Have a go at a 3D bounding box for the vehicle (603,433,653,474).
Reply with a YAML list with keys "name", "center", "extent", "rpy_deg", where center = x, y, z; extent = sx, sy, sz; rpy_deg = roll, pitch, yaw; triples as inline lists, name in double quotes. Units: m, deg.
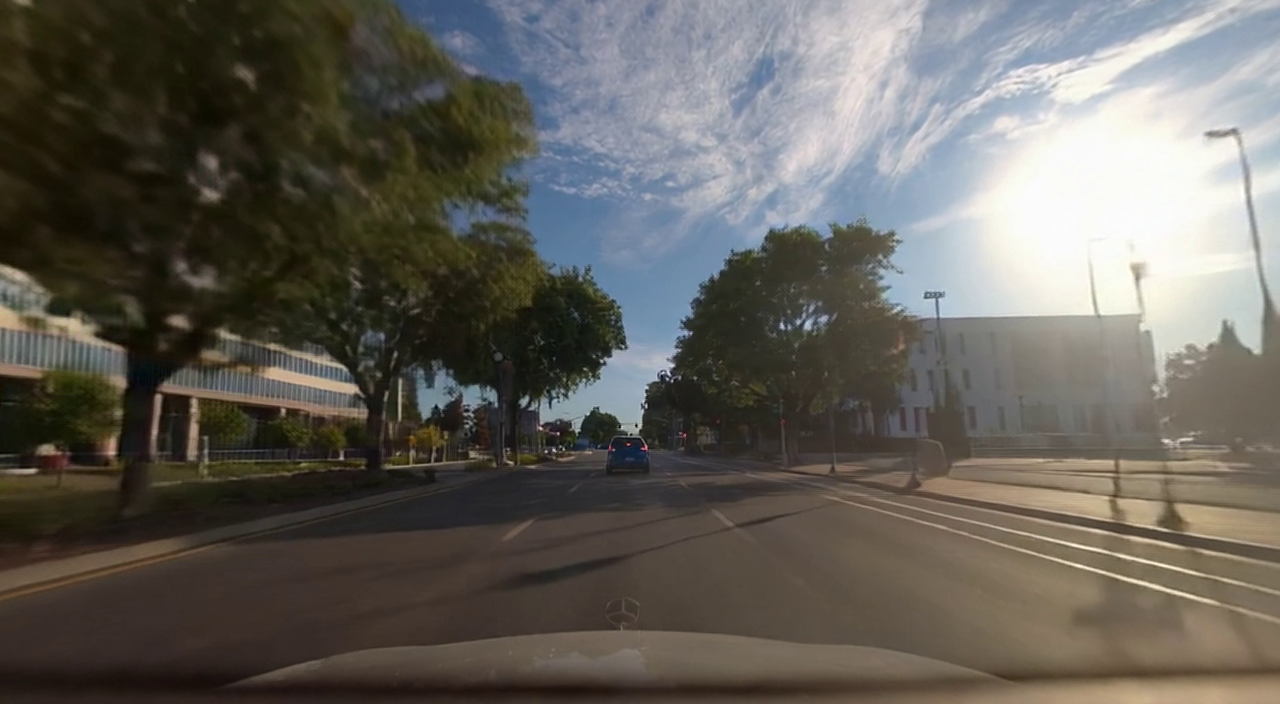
- name: "vehicle"
  center: [-0.557, 4.970, 31.215]
  extent: [2.313, 1.860, 4.319]
  rpy_deg: [0, -8, 0]
